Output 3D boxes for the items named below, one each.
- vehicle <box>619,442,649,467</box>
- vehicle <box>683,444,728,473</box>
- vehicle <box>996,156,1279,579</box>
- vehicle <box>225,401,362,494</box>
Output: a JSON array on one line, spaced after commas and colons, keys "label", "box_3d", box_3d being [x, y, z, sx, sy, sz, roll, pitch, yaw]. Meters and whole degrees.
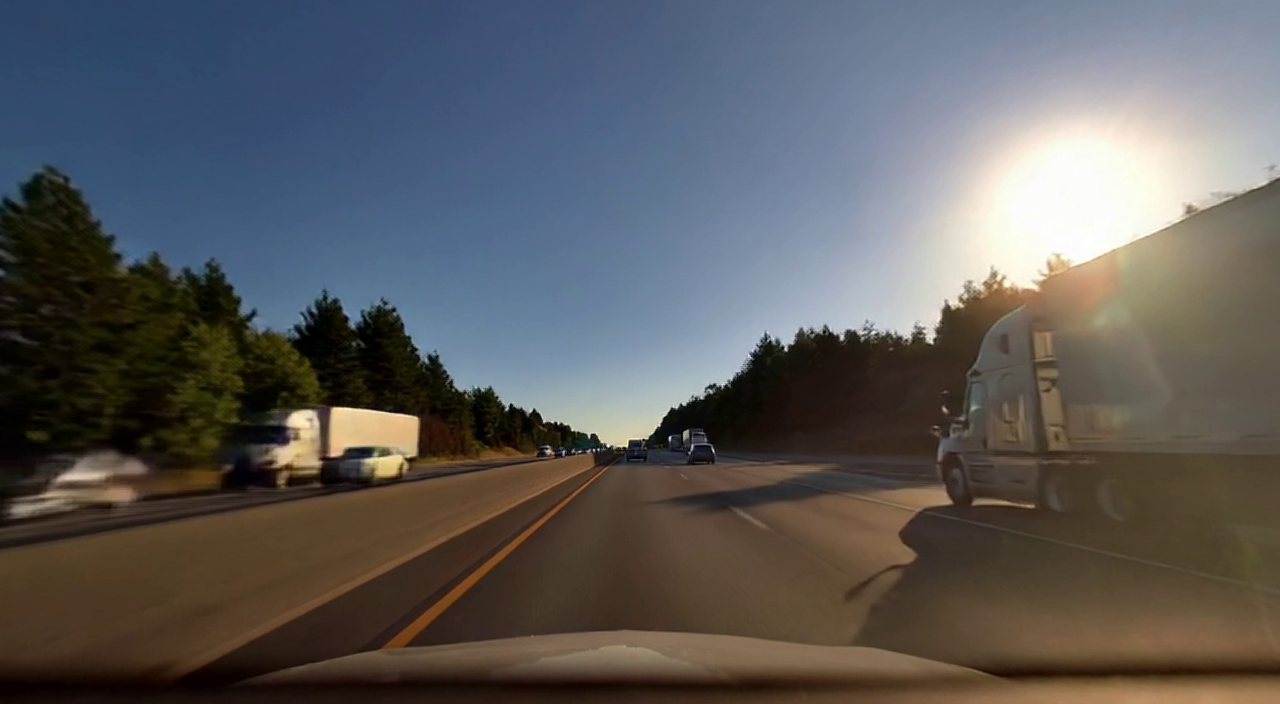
[{"label": "vehicle", "box_3d": [-0.431, 7.424, 45.532, 2.114, 1.706, 4.106, 0, -9, -1]}, {"label": "vehicle", "box_3d": [3.615, 5.968, 35.449, 2.025, 1.534, 4.179, 0, -9, -1]}, {"label": "vehicle", "box_3d": [7.810, -0.243, 3.633, 3.044, 4.073, 14.016, 0, -9, -1]}, {"label": "vehicle", "box_3d": [-16.717, 4.697, 30.961, 3.194, 4.043, 6.006, 0, -9, 0]}]
